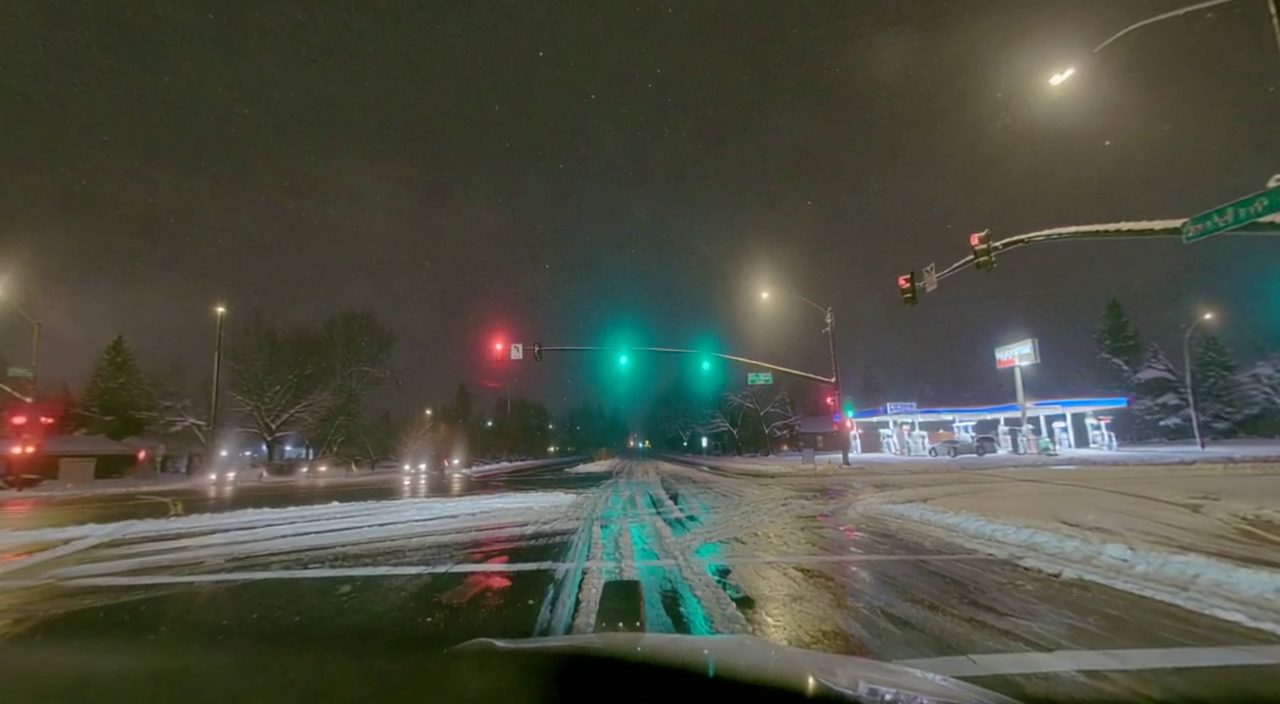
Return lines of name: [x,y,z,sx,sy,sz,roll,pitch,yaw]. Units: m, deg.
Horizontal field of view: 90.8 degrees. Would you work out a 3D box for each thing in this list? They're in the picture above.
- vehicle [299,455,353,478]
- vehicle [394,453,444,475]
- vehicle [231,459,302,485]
vehicle: [-24.759,9.032,49.954,2.098,1.684,4.388,0,-9,-1]
vehicle: [-15.323,7.752,43.999,1.920,1.434,4.328,0,-9,0]
vehicle: [-24.704,7.908,41.962,1.895,1.483,4.790,0,-9,-2]
